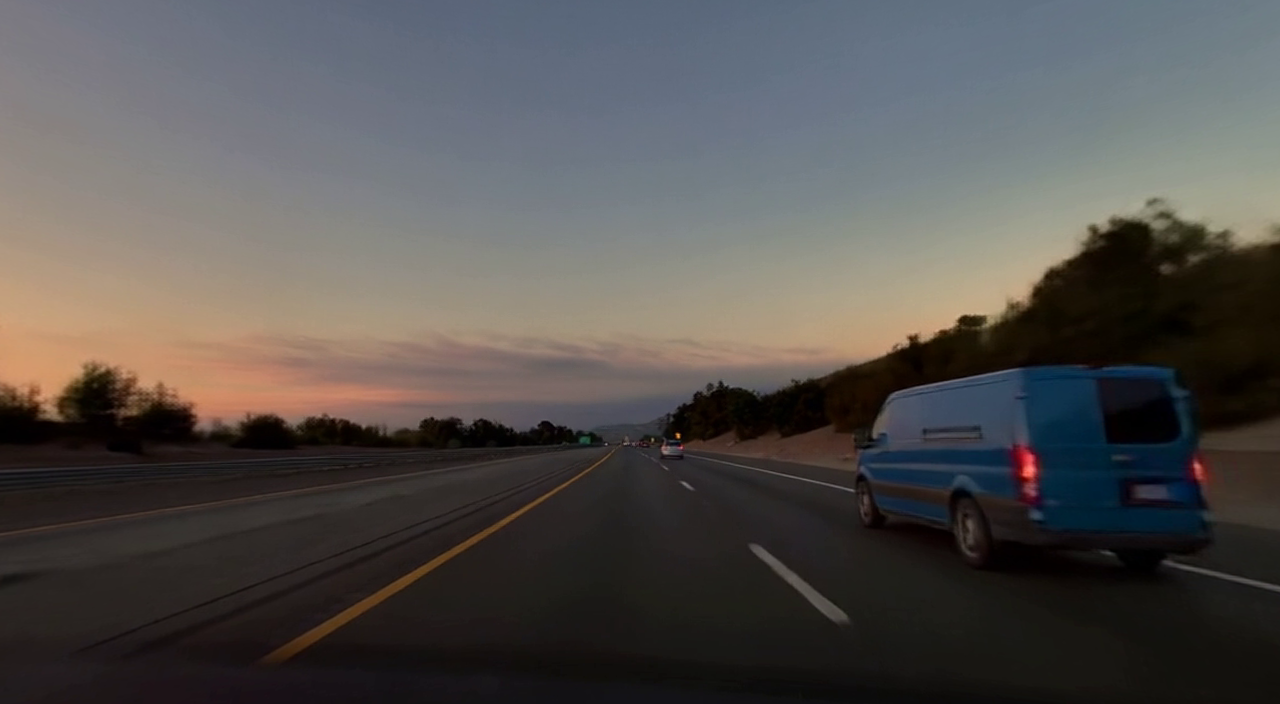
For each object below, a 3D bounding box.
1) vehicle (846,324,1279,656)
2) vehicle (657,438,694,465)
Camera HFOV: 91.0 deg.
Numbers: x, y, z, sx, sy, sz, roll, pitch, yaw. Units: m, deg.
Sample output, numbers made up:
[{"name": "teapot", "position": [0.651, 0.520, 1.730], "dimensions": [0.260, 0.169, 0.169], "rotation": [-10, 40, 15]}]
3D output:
[{"name": "vehicle", "position": [4.030, 1.159, 6.310], "dimensions": [2.269, 2.048, 4.679], "rotation": [0, -8, -1]}, {"name": "vehicle", "position": [2.071, 5.936, 37.666], "dimensions": [2.005, 1.466, 3.739], "rotation": [-1, -8, 0]}]
